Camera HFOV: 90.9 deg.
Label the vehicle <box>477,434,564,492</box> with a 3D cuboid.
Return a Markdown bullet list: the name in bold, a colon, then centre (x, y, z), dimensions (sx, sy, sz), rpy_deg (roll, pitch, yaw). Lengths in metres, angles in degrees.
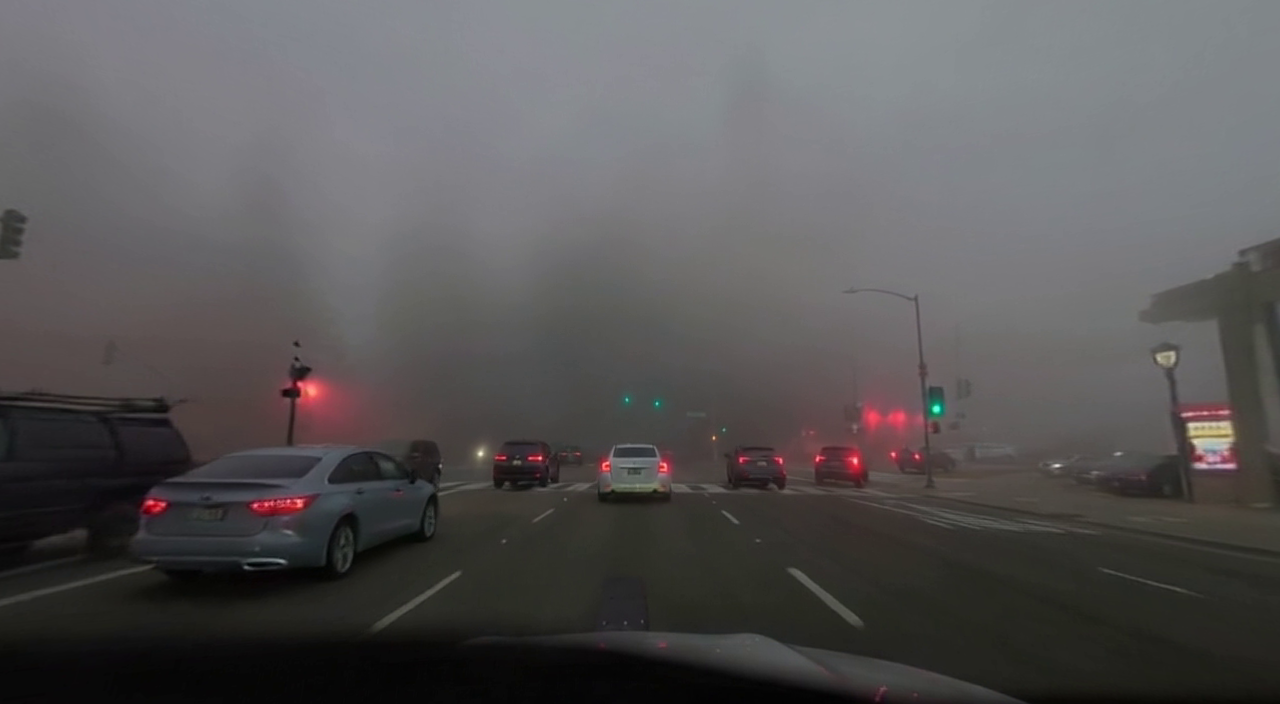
- **vehicle**: centre (-3.714, 3.519, 20.323), dimensions (1.983, 1.685, 3.997), rpy_deg (0, -8, 0)

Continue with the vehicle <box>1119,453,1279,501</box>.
- **vehicle**: centre (19.026, 4.139, 21.061), dimensions (4.367, 1.475, 1.815), rpy_deg (-1, -8, 7)

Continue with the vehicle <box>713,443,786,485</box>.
- **vehicle**: centre (4.175, 4.343, 24.723), dimensions (1.979, 1.485, 4.207), rpy_deg (0, -8, -1)

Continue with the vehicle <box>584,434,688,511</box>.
- **vehicle**: centre (-0.082, 2.770, 14.984), dimensions (2.121, 1.563, 4.031), rpy_deg (0, -8, 0)

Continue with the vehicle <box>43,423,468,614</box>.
- **vehicle**: centre (-3.706, 1.670, 7.408), dimensions (1.992, 1.493, 4.688), rpy_deg (0, -8, 1)

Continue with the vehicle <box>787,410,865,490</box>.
- **vehicle**: centre (8.461, 4.467, 28.900), dimensions (2.613, 3.281, 2.673), rpy_deg (5, -8, 0)
